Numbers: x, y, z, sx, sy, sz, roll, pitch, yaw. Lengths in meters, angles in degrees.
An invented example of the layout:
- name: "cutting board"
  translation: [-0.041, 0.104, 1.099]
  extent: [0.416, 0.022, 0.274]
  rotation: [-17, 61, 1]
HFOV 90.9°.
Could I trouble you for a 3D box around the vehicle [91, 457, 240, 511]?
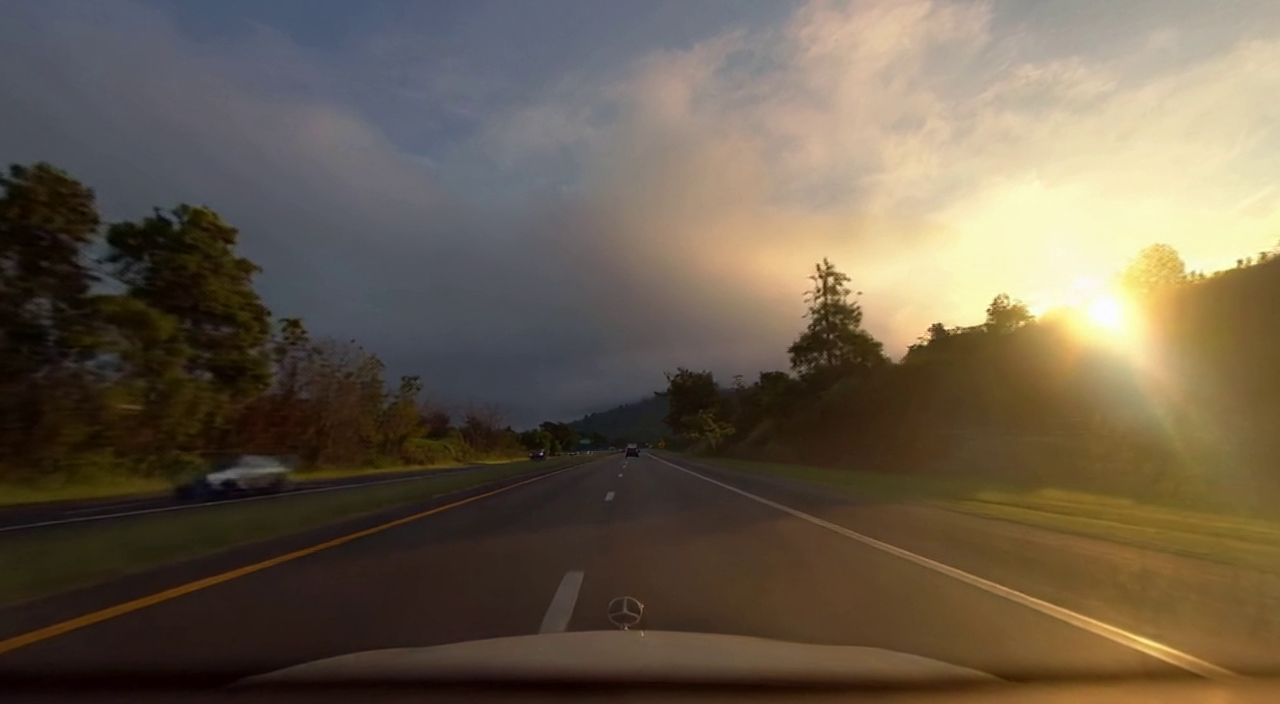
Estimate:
- name: "vehicle"
  translation: [-15.378, 4.243, 20.743]
  extent: [1.779, 1.537, 4.036]
  rotation: [0, -9, -1]
